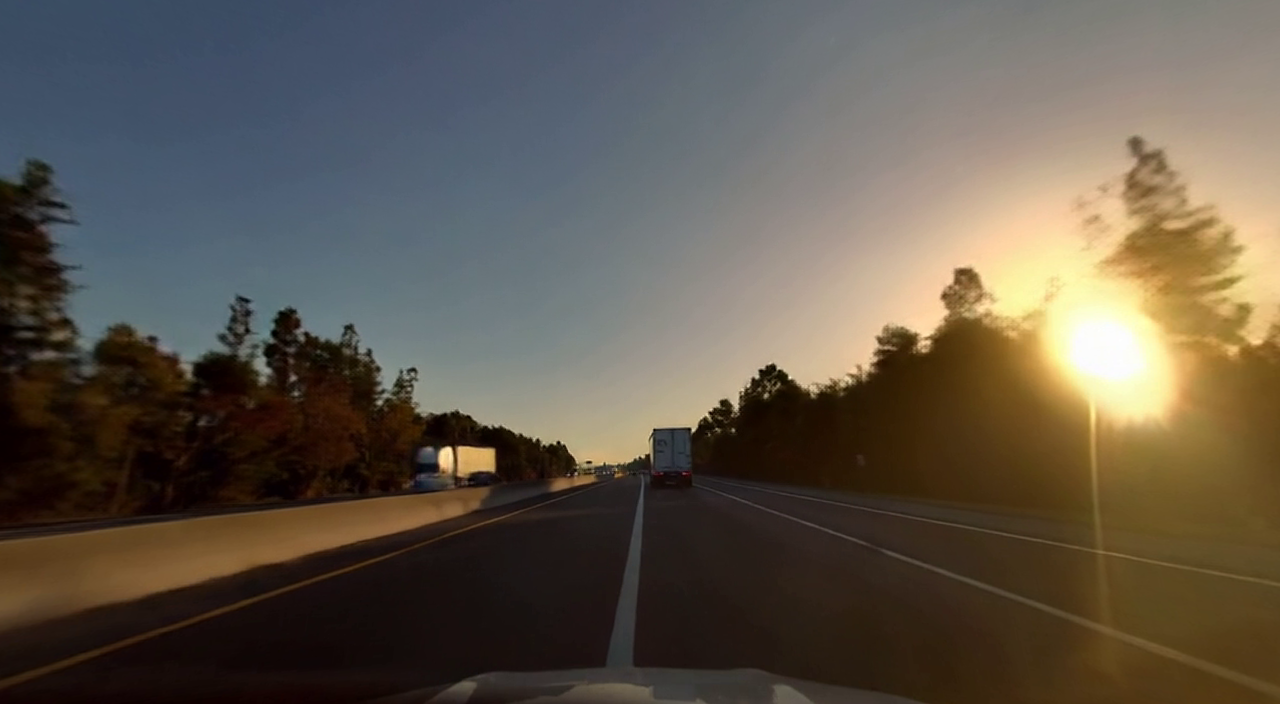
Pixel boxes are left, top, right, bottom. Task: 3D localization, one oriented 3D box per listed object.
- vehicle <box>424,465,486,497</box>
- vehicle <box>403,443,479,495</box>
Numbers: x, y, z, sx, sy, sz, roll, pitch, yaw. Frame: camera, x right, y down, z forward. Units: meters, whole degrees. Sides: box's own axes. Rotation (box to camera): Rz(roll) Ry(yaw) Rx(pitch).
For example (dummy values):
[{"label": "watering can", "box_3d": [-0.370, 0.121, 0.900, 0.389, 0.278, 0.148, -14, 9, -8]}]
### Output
[{"label": "vehicle", "box_3d": [-9.510, 6.653, 32.732, 1.910, 1.539, 4.131, 0, -10, 1]}, {"label": "vehicle", "box_3d": [-13.545, 8.077, 43.702, 2.739, 3.258, 7.223, 0, -10, 1]}]
